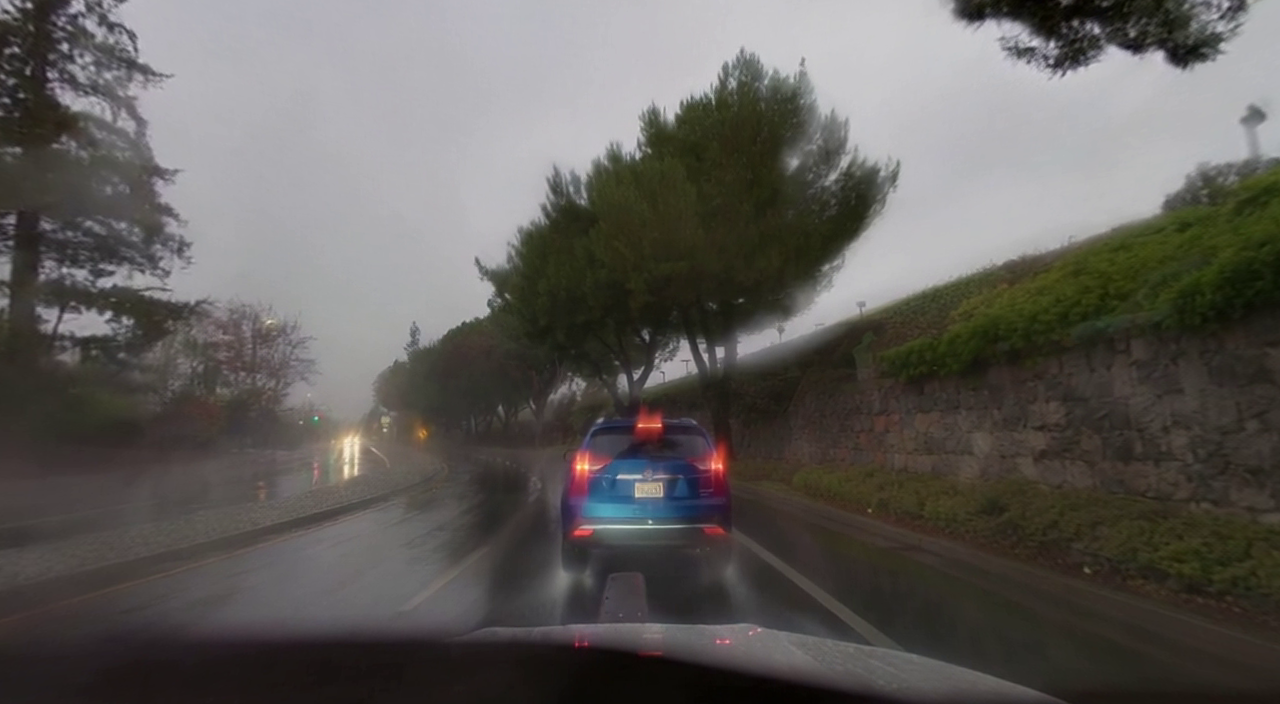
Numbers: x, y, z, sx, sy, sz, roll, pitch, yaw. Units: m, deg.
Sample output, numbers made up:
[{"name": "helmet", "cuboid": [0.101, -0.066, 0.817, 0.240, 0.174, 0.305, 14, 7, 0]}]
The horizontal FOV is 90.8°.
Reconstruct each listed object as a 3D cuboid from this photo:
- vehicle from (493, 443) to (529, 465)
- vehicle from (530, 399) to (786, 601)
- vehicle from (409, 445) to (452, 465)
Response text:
[{"name": "vehicle", "cuboid": [-9.431, 7.351, 45.886, 1.837, 1.483, 4.559, 3, -9, -21]}, {"name": "vehicle", "cuboid": [-0.007, 1.624, 7.831, 2.287, 1.762, 4.269, 1, -8, -5]}, {"name": "vehicle", "cuboid": [-16.464, 7.997, 49.417, 2.023, 1.474, 4.286, 6, -10, -34]}]
